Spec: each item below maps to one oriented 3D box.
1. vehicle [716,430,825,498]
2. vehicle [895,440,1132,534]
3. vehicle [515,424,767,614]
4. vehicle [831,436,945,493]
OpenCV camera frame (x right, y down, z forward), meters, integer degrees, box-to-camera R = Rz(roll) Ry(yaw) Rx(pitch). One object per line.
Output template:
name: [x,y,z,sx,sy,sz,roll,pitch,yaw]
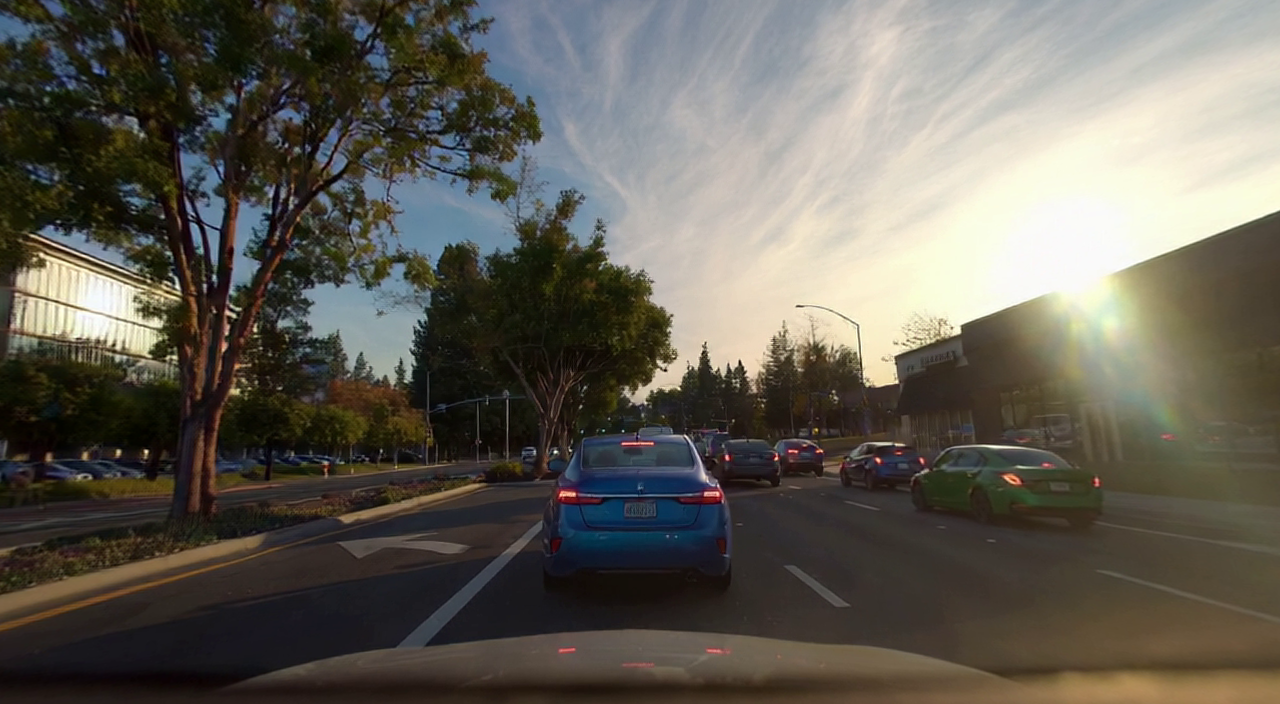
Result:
vehicle: [3.621,3.204,18.465,2.114,1.736,4.553,0,-8,-1]
vehicle: [6.841,2.470,12.266,1.911,1.468,4.417,0,-8,0]
vehicle: [-0.025,1.635,7.203,1.977,1.465,4.376,0,-8,-1]
vehicle: [7.947,3.620,20.738,1.963,1.637,4.527,0,-8,1]
